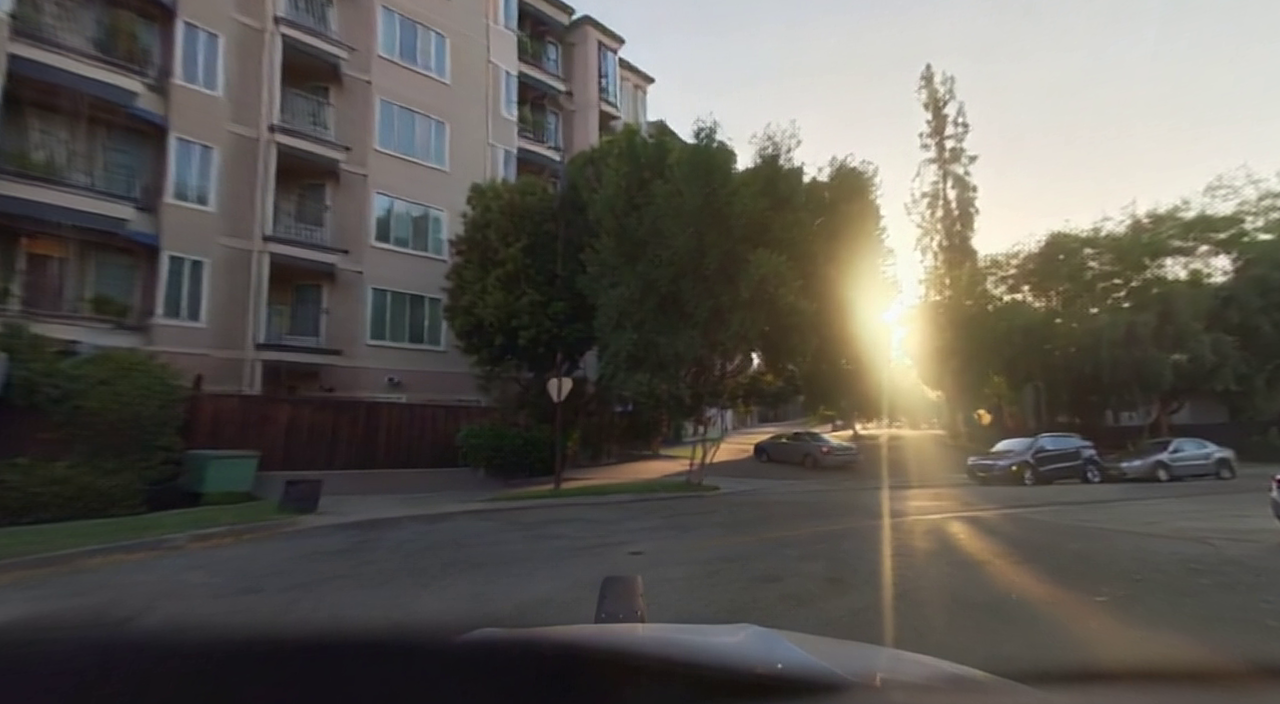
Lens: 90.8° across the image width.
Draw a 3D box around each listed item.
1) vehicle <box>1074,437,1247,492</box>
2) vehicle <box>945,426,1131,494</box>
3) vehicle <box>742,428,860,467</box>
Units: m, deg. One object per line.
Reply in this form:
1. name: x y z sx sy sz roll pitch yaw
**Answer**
1. vehicle: 16.183 3.431 19.648 4.696 1.478 1.902 2 -9 -20
2. vehicle: 11.347 3.029 18.076 4.584 1.744 1.946 3 -8 -19
3. vehicle: 6.520 3.829 25.508 4.714 1.458 1.812 5 -9 -32
